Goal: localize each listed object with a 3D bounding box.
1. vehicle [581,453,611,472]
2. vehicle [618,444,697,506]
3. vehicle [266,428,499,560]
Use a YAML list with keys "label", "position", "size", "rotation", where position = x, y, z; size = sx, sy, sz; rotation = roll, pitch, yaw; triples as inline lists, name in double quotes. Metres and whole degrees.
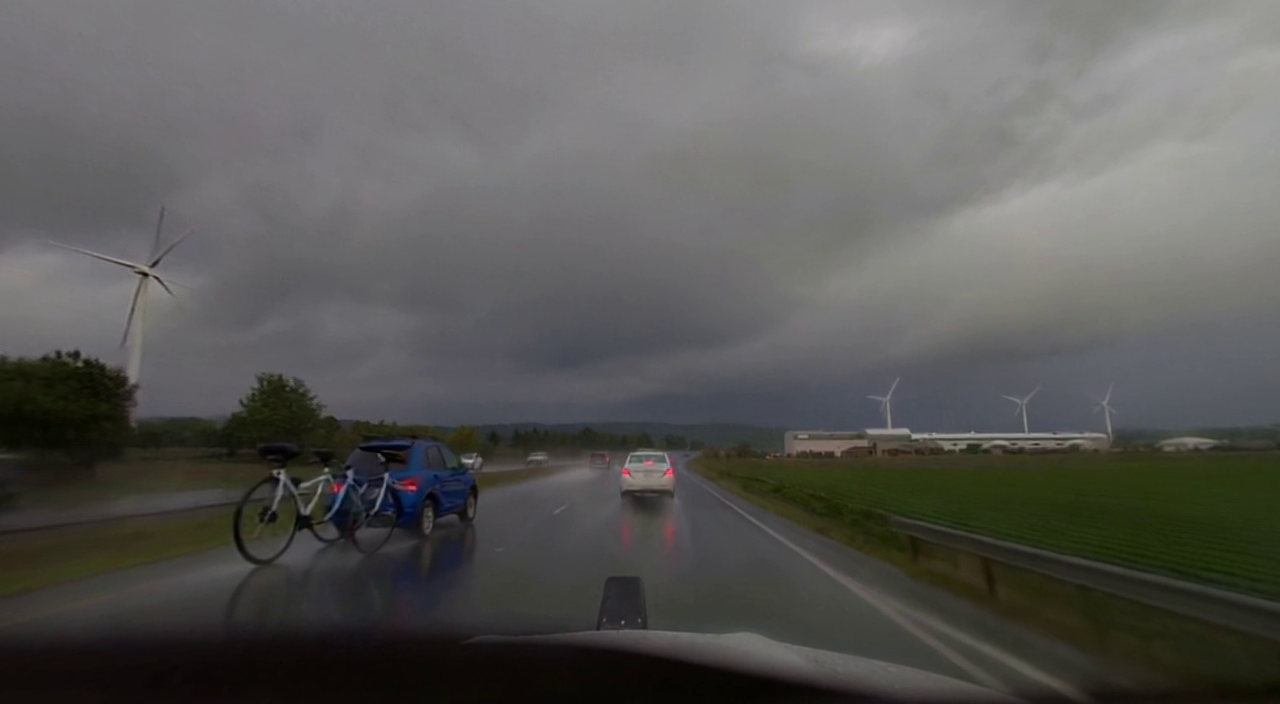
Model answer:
- label: "vehicle"
  position: [-3.416, 8.727, 49.917]
  size: [2.059, 1.455, 4.205]
  rotation: [0, -9, 1]
- label: "vehicle"
  position: [0.474, 3.532, 18.487]
  size: [2.063, 1.582, 3.955]
  rotation: [0, -9, 1]
- label: "vehicle"
  position: [-3.795, 2.159, 10.240]
  size: [1.962, 1.681, 4.033]
  rotation: [-1, -9, 2]
